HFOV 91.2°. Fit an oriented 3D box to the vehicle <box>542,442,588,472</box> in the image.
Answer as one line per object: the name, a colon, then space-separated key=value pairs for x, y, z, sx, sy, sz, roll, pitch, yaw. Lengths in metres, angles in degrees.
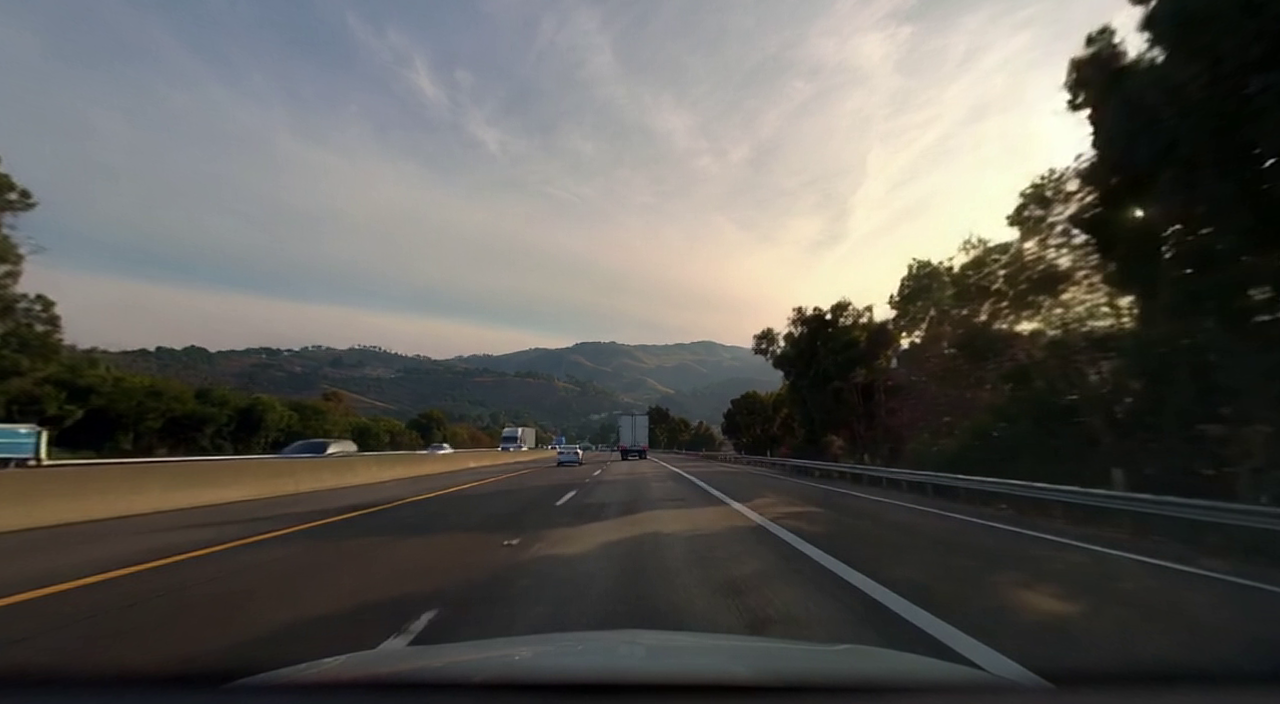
vehicle: x=-4.149 y=5.880 z=35.240 sx=2.057 sy=1.519 sz=4.372 roll=0 pitch=-9 yaw=0

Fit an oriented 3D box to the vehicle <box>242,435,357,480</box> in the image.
vehicle: x=-12.828 y=4.003 z=23.970 sx=1.966 sy=1.518 sz=4.276 roll=0 pitch=-9 yaw=0
